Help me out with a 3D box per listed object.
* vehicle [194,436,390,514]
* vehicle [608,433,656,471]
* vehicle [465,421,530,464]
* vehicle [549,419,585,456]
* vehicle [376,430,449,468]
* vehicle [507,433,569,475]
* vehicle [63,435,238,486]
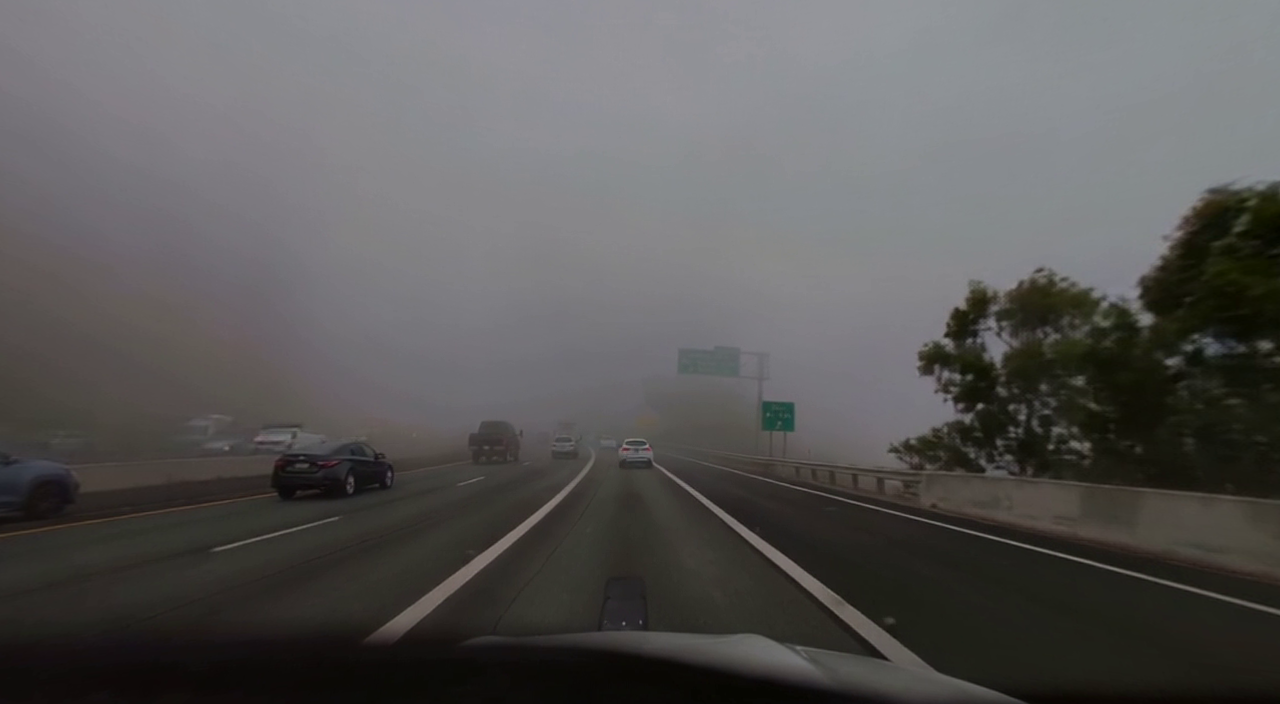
[{"bbox_3d":[-7.510,2.678,14.253,1.896,1.465,4.399,0,-8,0],"label":"vehicle"},{"bbox_3d":[-0.432,4.671,29.669,2.092,1.671,3.772,0,-8,-2],"label":"vehicle"},{"bbox_3d":[-8.604,5.578,38.820,2.773,2.402,6.232,0,-8,-2],"label":"vehicle"},{"bbox_3d":[-5.539,6.602,48.389,2.279,2.672,5.256,0,-8,-2],"label":"vehicle"},{"bbox_3d":[-11.948,5.140,33.546,2.079,1.807,5.187,0,-8,-2],"label":"vehicle"},{"bbox_3d":[-4.257,4.338,27.061,2.005,1.631,4.295,0,-8,-1],"label":"vehicle"},{"bbox_3d":[-15.646,3.483,20.594,2.064,1.461,4.657,0,-8,-2],"label":"vehicle"}]
